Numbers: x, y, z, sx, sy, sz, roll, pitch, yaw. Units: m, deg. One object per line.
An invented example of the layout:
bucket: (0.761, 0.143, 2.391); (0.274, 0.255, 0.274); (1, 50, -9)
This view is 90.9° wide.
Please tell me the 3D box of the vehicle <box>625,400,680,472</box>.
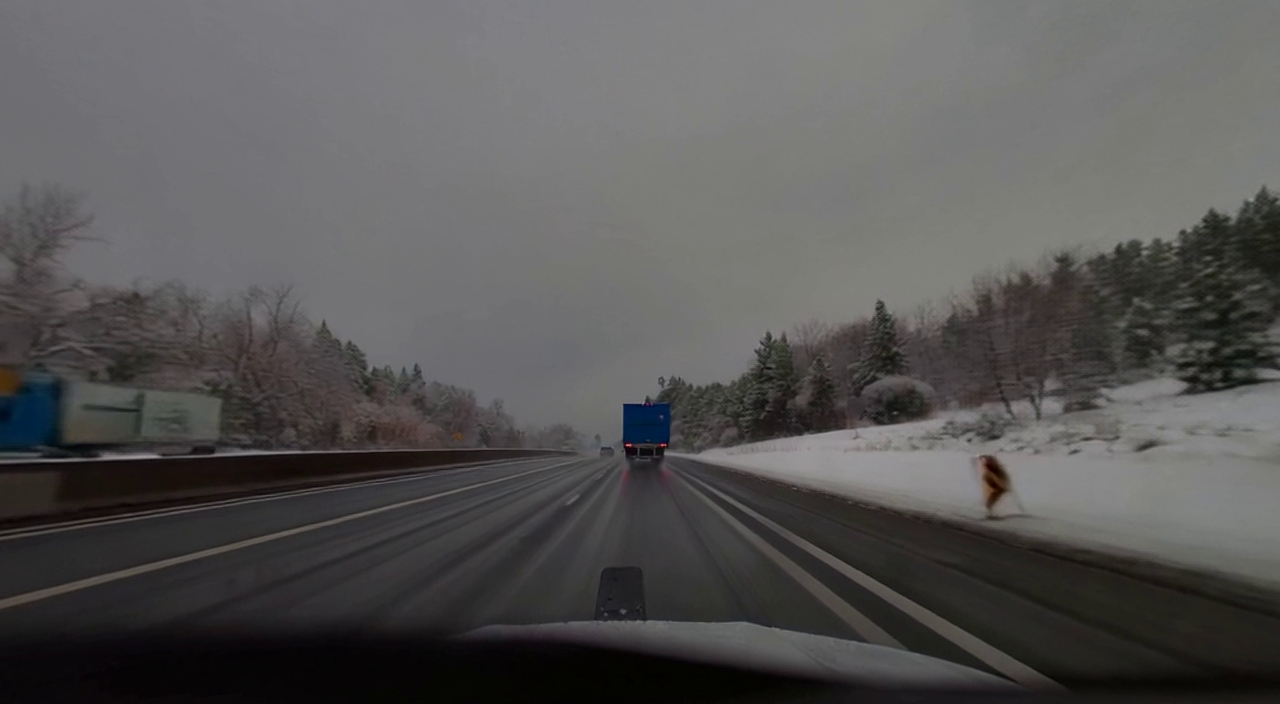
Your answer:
vehicle: (0.572, 5.557, 40.955); (3.055, 4.009, 10.972); (0, -9, -1)

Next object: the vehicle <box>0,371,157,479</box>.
vehicle: (-22.686, 2.776, 23.109); (2.922, 3.559, 8.696); (0, -9, 0)
